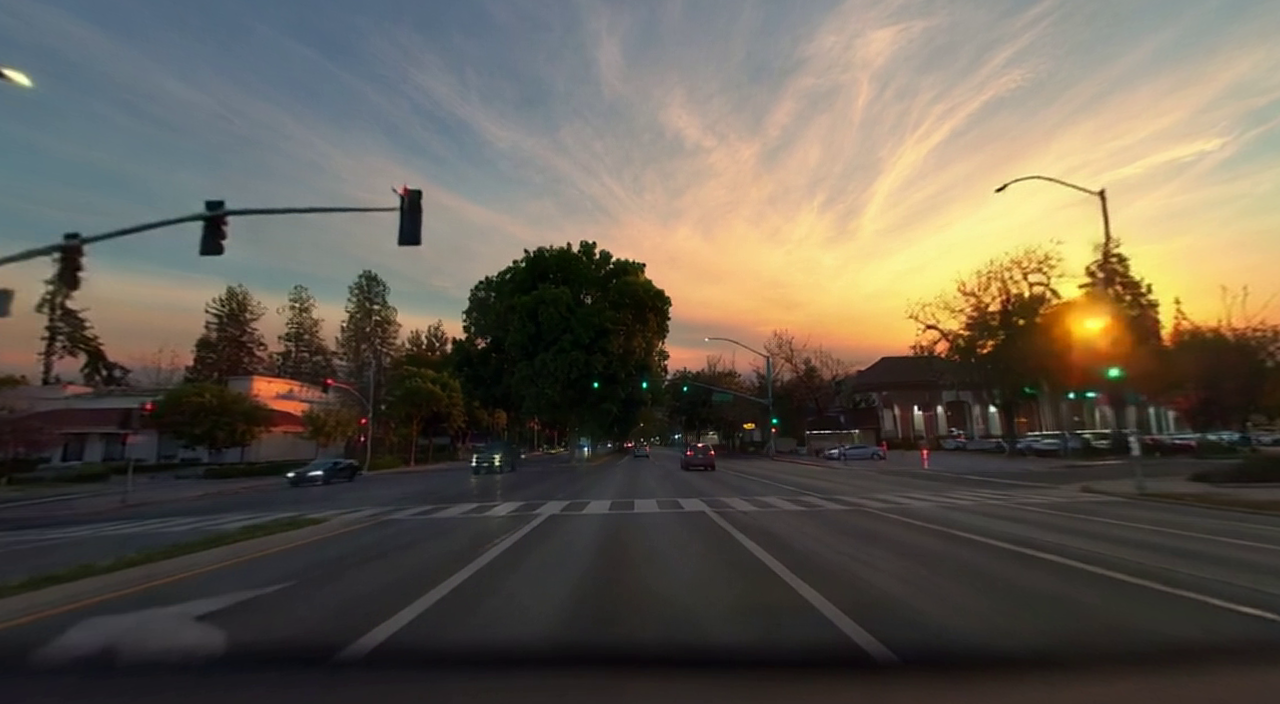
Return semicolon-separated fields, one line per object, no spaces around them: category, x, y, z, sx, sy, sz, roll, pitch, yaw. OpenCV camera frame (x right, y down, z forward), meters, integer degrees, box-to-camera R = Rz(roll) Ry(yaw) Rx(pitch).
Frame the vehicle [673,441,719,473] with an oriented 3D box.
vehicle;3.100;5.926;35.891;2.022;1.643;4.326;0;-9;-2

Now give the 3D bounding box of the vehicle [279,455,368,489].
vehicle;-15.488;5.867;31.259;2.086;1.483;4.418;0;-9;0

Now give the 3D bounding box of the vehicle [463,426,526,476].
vehicle;-8.715;6.031;38.603;2.327;2.780;6.498;0;-9;0
